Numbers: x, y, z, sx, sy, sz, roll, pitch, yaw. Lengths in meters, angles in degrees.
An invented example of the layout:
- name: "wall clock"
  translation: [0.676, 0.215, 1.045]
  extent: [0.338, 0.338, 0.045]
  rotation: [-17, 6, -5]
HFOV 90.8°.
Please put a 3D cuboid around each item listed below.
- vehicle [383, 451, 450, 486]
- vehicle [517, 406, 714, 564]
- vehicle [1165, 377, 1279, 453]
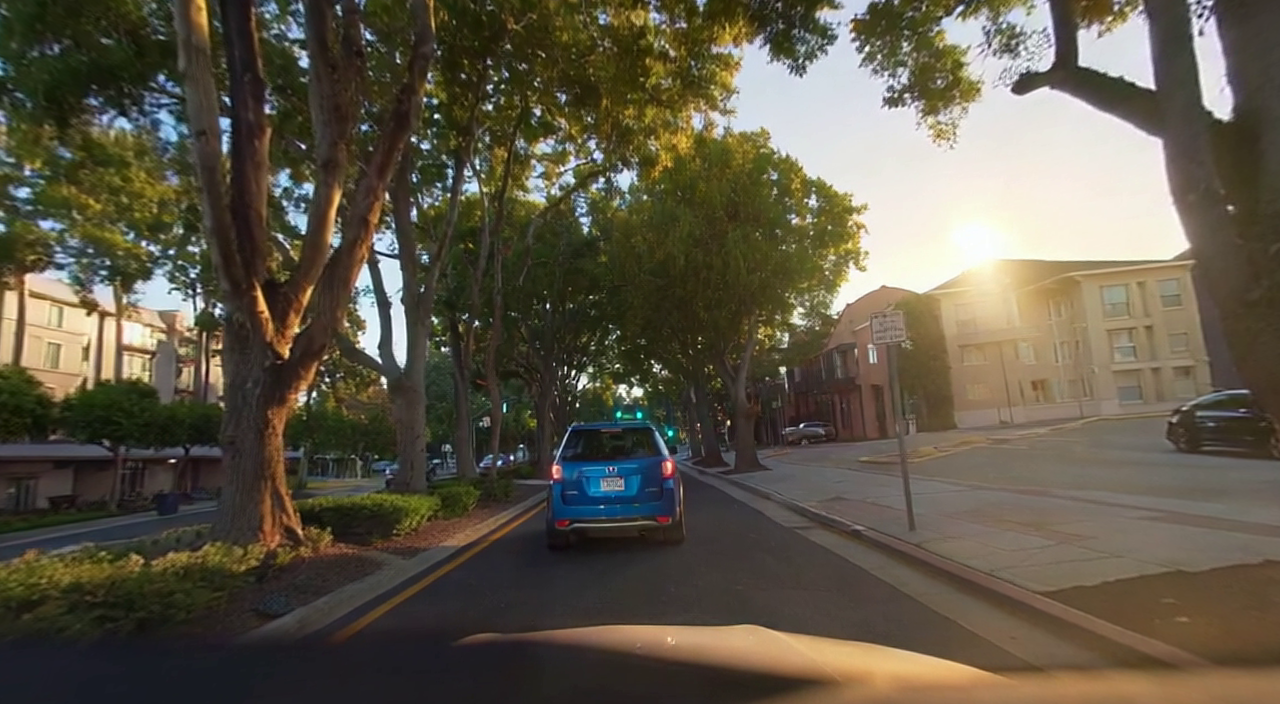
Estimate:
- name: "vehicle"
  translation: [-12.244, 6.368, 34.904]
  extent: [1.971, 1.718, 4.539]
  rotation: [0, -8, 1]
- name: "vehicle"
  translation: [-0.254, 1.748, 8.917]
  extent: [2.136, 1.703, 3.910]
  rotation: [0, -8, 0]
- name: "vehicle"
  translation: [13.893, 1.318, 13.051]
  extent: [4.270, 1.486, 2.042]
  rotation: [-5, -10, 29]
